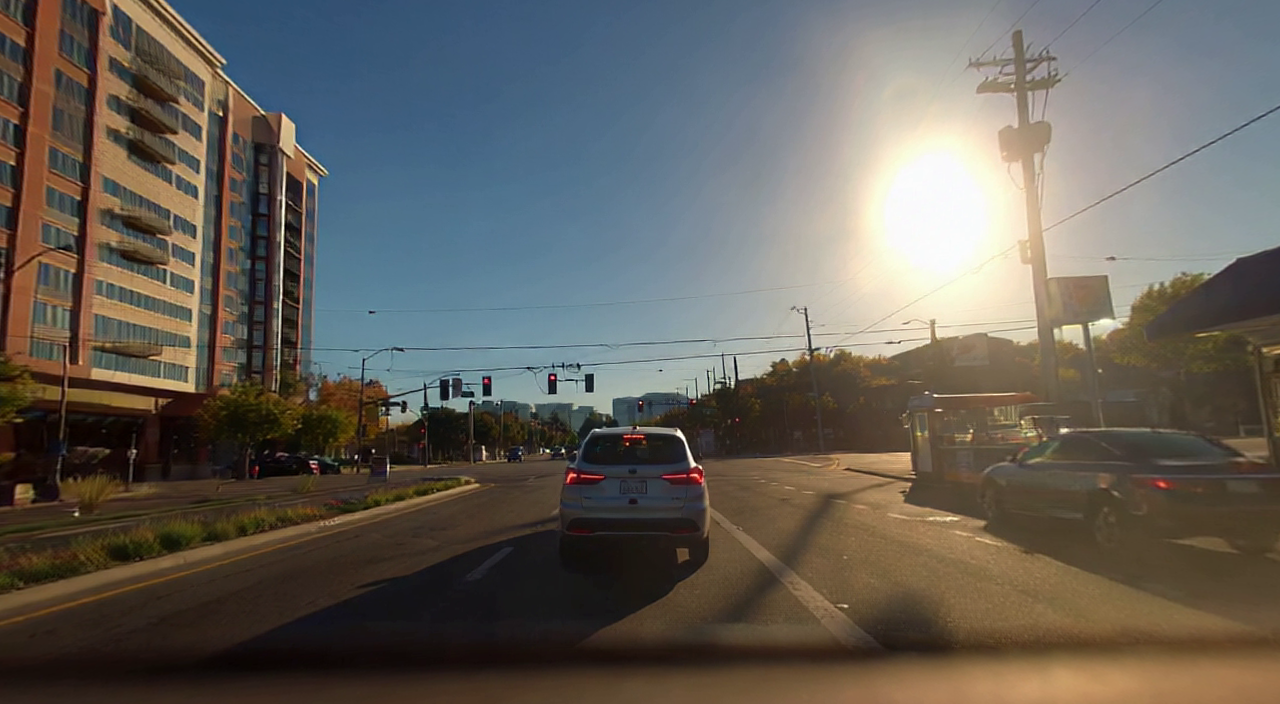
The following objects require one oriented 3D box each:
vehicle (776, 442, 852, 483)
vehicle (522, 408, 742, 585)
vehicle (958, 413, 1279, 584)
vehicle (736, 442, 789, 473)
[{"bbox_3d":[6.854,4.386,25.300,1.833,1.452,4.237,0,-9,0],"label":"vehicle"},{"bbox_3d":[-0.063,1.694,8.115,2.115,1.700,3.901,0,-9,1],"label":"vehicle"},{"bbox_3d":[6.503,1.774,8.499,2.072,1.652,4.611,0,-9,1],"label":"vehicle"},{"bbox_3d":[6.259,5.453,32.633,1.961,1.477,4.454,0,-9,2],"label":"vehicle"}]
